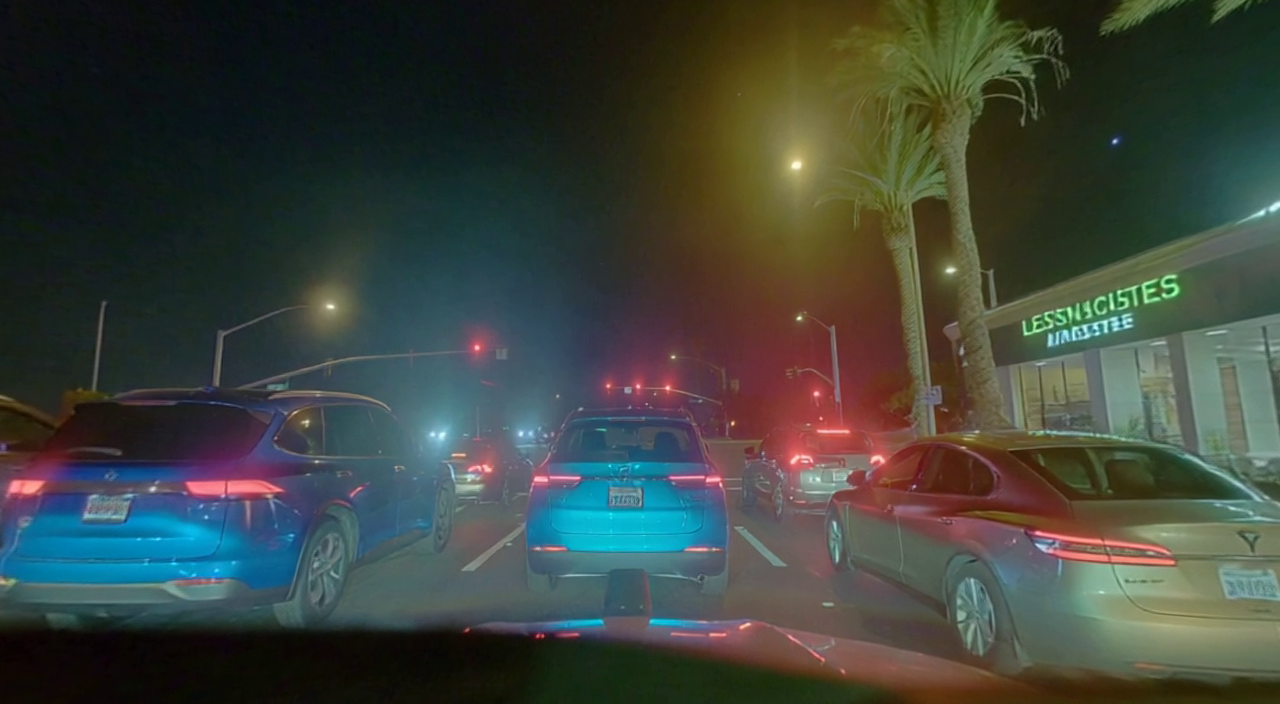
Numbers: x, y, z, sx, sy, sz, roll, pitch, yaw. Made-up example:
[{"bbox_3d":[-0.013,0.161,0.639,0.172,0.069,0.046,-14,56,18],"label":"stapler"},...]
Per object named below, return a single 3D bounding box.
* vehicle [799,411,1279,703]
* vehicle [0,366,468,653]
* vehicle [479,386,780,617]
[{"bbox_3d":[2.966,1.364,5.252,2.017,1.491,4.611,0,-8,-1],"label":"vehicle"},{"bbox_3d":[-3.347,1.282,6.128,2.014,1.755,4.360,0,-8,1],"label":"vehicle"},{"bbox_3d":[-0.132,1.461,7.063,2.280,1.747,4.361,0,-8,-1],"label":"vehicle"}]
